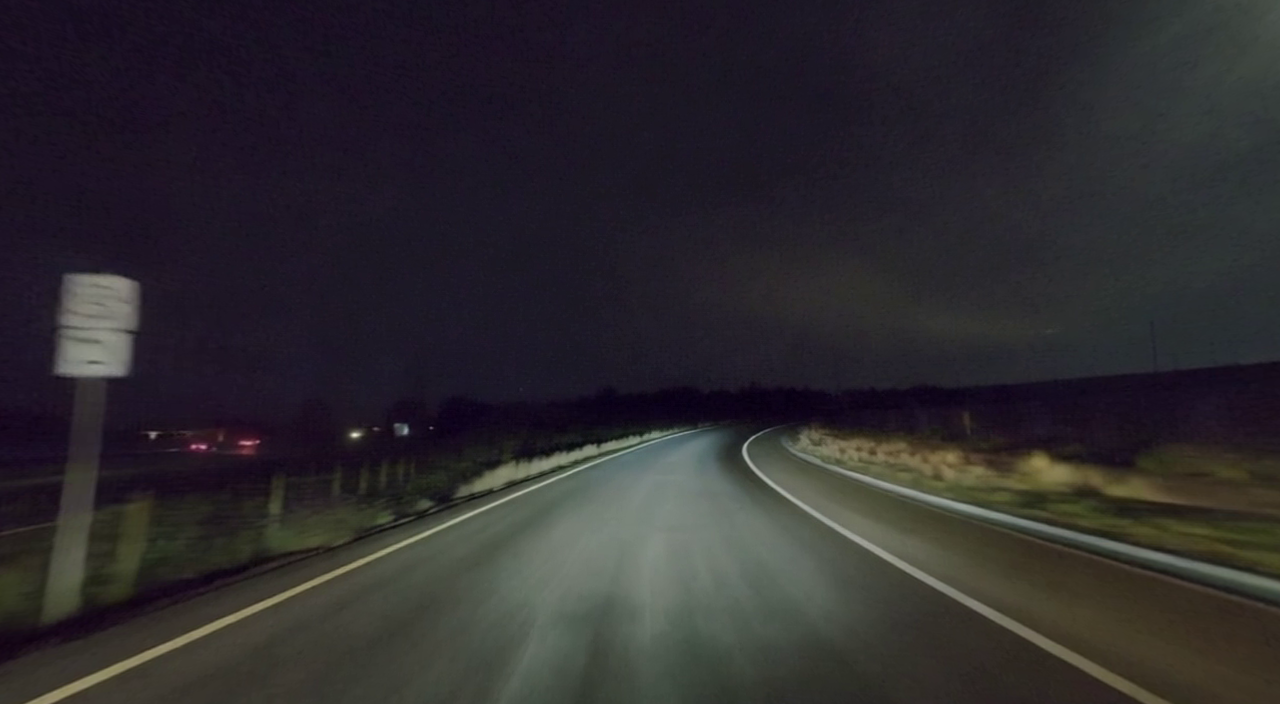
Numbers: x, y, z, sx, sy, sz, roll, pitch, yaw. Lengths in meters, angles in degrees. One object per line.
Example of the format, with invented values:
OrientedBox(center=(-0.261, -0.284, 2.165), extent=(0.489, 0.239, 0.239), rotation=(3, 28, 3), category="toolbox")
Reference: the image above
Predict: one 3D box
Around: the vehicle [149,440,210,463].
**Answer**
OrientedBox(center=(-31.938, 6.889, 43.748), extent=(1.895, 1.451, 4.168), rotation=(2, -8, -13), category="vehicle")
